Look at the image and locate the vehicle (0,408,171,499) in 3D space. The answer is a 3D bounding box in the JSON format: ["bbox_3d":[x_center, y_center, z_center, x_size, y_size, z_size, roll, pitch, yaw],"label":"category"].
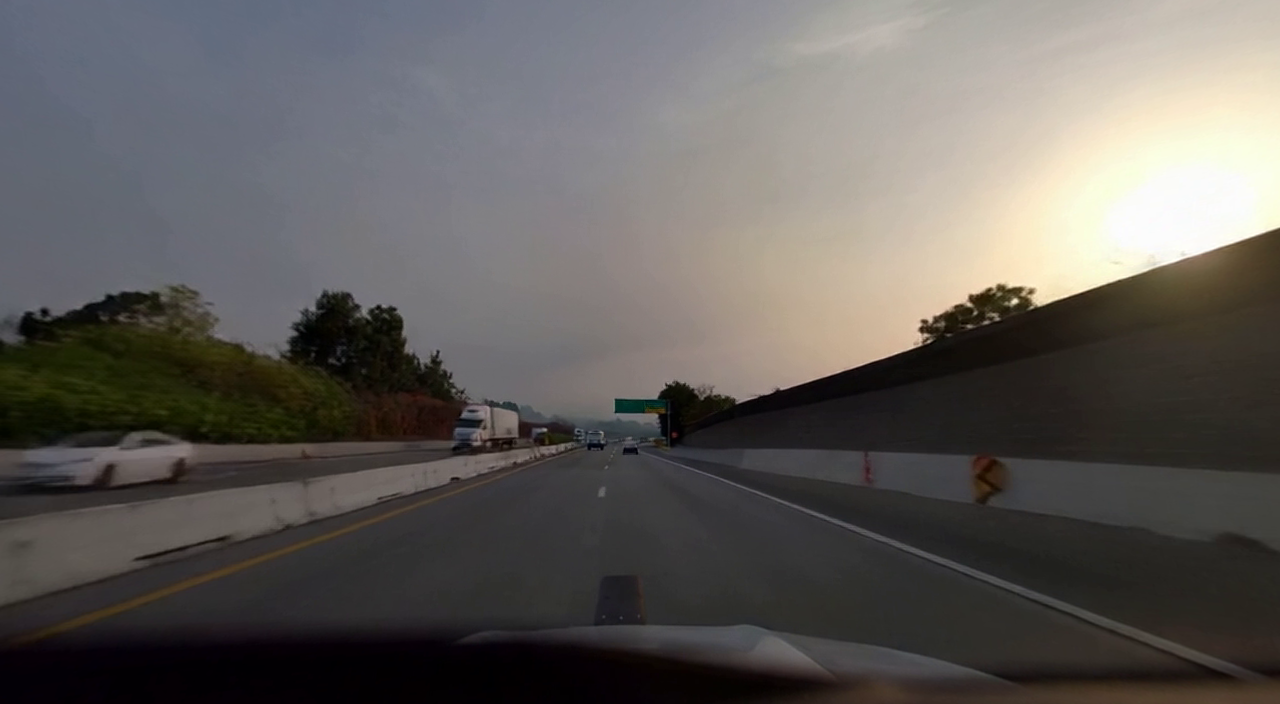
[{"bbox_3d":[-12.662,2.101,13.339,1.984,1.639,4.528,0,-8,-1],"label":"vehicle"}]
